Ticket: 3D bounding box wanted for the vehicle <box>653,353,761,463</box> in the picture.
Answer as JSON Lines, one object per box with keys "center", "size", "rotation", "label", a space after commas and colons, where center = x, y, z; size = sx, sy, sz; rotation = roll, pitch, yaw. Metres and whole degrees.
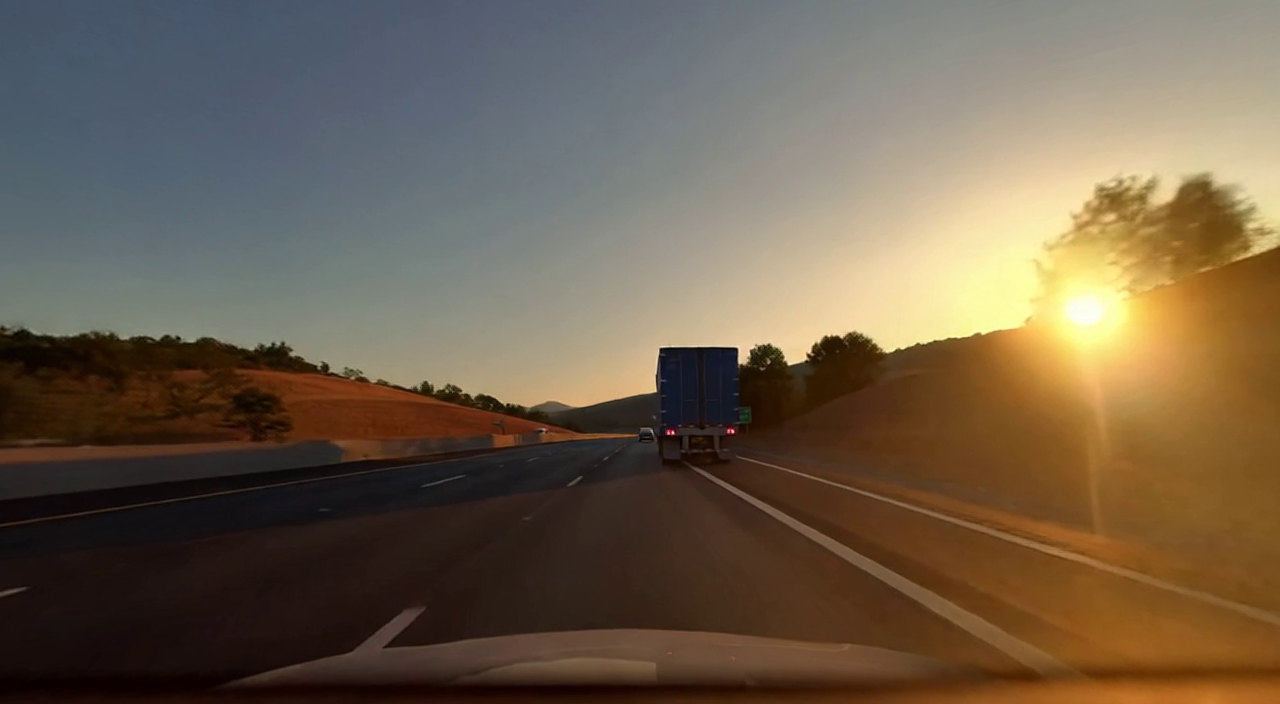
{"center": [2.362, 2.676, 27.274], "size": [3.446, 3.698, 12.089], "rotation": [0, -8, 0], "label": "vehicle"}
